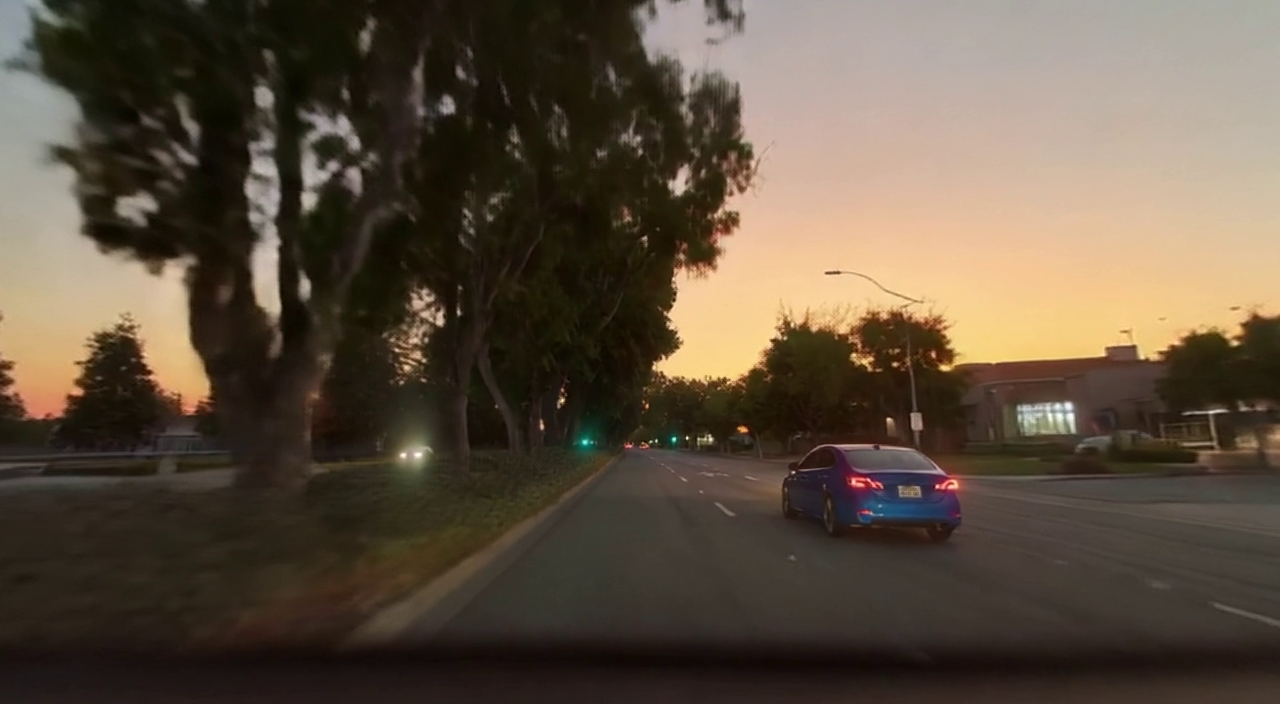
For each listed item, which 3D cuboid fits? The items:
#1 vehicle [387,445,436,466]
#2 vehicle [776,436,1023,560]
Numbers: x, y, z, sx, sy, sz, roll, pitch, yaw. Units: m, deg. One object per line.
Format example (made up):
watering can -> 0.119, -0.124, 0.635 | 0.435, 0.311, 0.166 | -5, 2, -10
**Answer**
vehicle -> -17.114, 7.754, 47.620 | 1.921, 1.466, 4.804 | 0, -8, 0
vehicle -> 3.609, 2.083, 9.820 | 1.950, 1.473, 4.259 | 0, -8, -1
